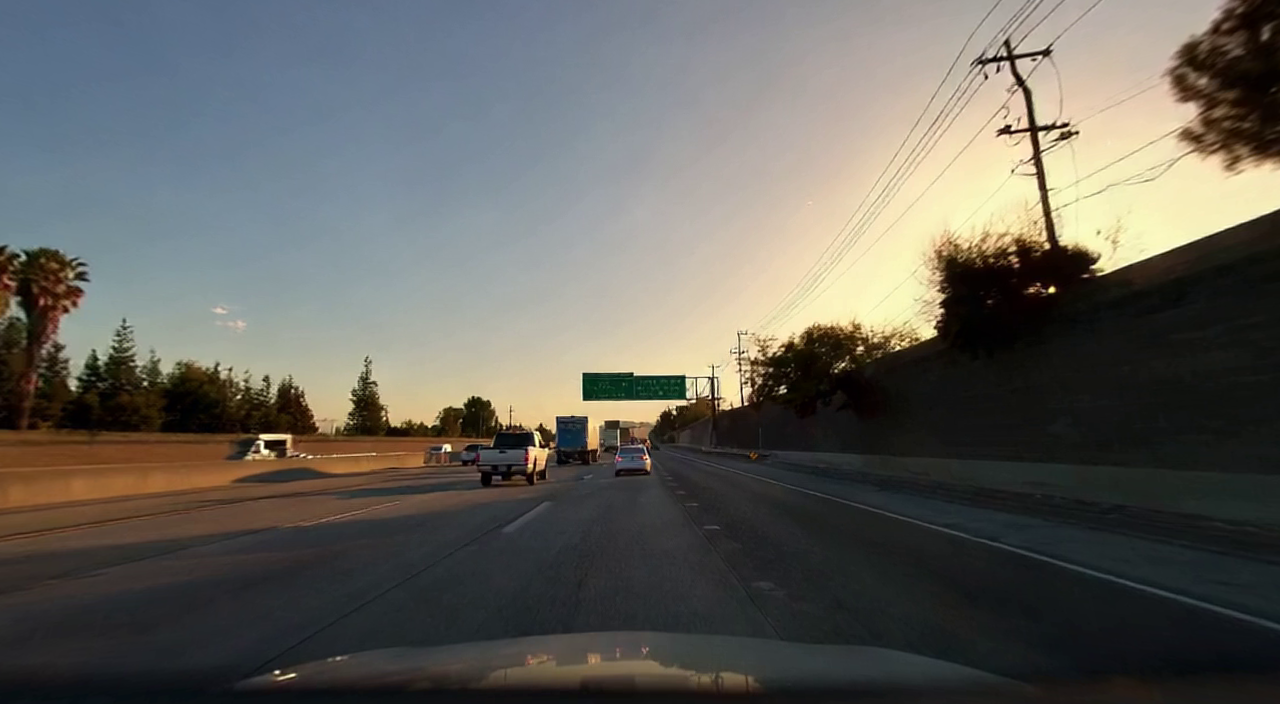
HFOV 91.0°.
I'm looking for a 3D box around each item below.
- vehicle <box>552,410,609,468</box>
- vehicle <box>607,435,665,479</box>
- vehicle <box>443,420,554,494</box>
[{"bbox_3d":[-3.677,5.786,41.492,2.956,3.331,9.575,0,-9,-1],"label":"vehicle"},{"bbox_3d":[-0.158,4.285,25.970,2.178,1.640,4.071,0,-9,0],"label":"vehicle"},{"bbox_3d":[-3.902,2.998,18.269,2.109,1.840,4.614,0,-9,0],"label":"vehicle"}]
